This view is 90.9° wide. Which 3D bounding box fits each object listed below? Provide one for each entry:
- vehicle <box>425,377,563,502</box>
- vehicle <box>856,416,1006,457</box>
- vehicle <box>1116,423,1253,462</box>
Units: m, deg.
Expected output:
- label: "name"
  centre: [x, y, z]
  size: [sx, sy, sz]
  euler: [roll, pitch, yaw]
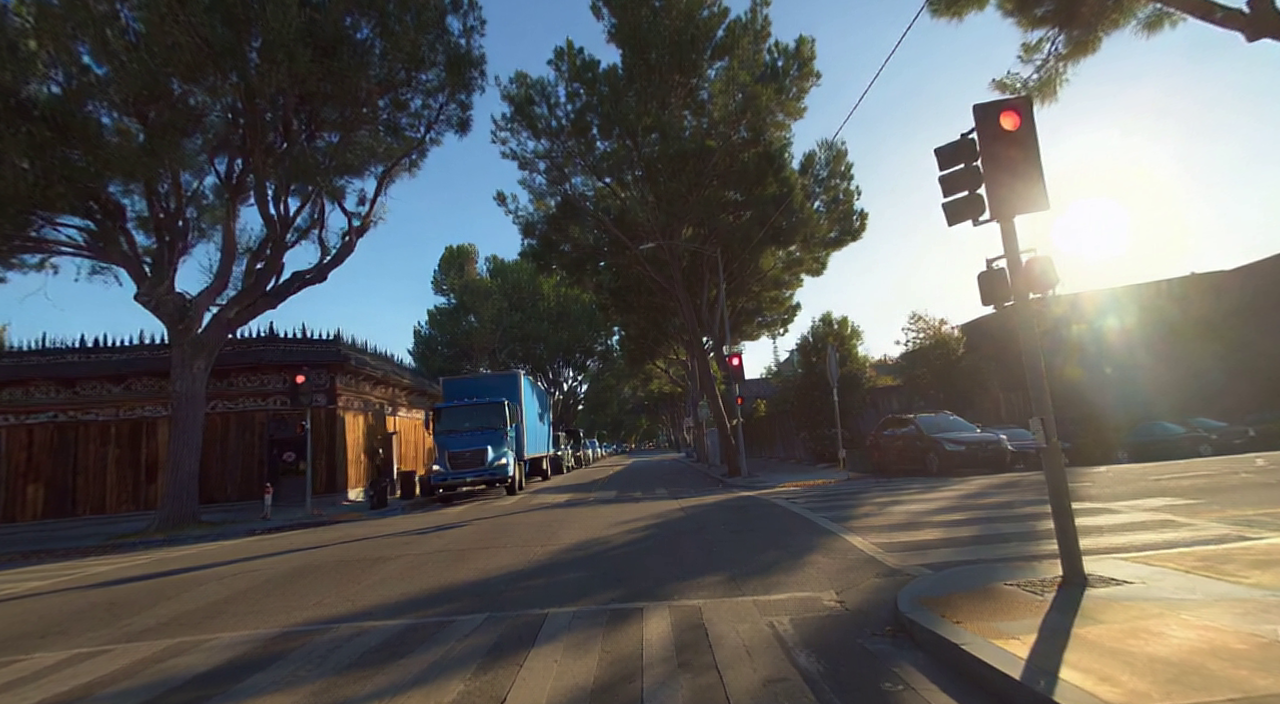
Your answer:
- label: "vehicle"
  centre: [-5.749, 3.761, 27.091]
  size: [3.113, 4.041, 10.284]
  euler: [-6, -8, 0]
- label: "vehicle"
  centre: [10.686, 3.141, 23.420]
  size: [4.643, 1.456, 1.820]
  euler: [-1, -8, 5]
- label: "vehicle"
  centre: [24.946, 4.166, 29.019]
  size: [4.268, 1.695, 2.053]
  euler: [0, -8, 3]
